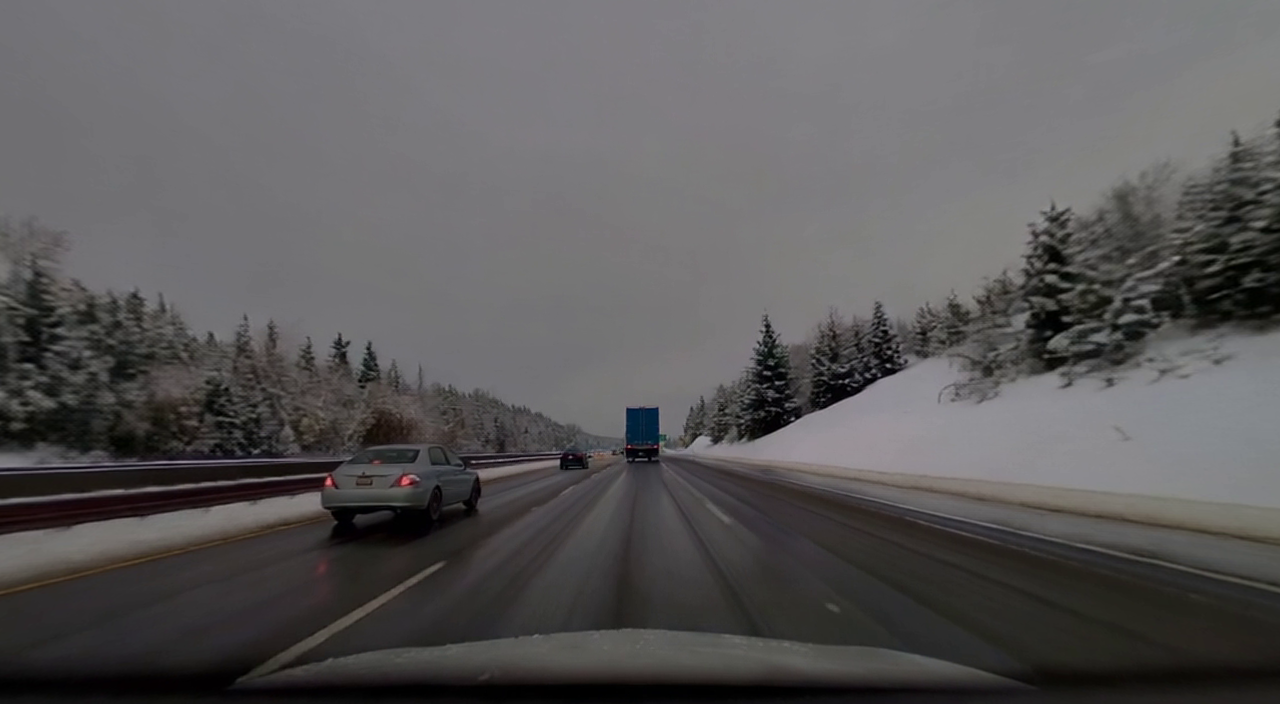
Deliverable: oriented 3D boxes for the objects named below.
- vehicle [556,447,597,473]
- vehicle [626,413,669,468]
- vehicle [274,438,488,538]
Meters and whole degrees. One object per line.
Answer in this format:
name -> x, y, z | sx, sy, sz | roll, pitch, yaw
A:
vehicle -> -3.768, 6.494, 38.143 | 1.981, 1.435, 4.199 | 0, -9, 1
vehicle -> 0.461, 6.597, 46.628 | 2.893, 3.628, 9.081 | 0, -9, 0
vehicle -> -4.384, 2.358, 11.603 | 2.010, 1.461, 4.391 | 0, -9, 1
